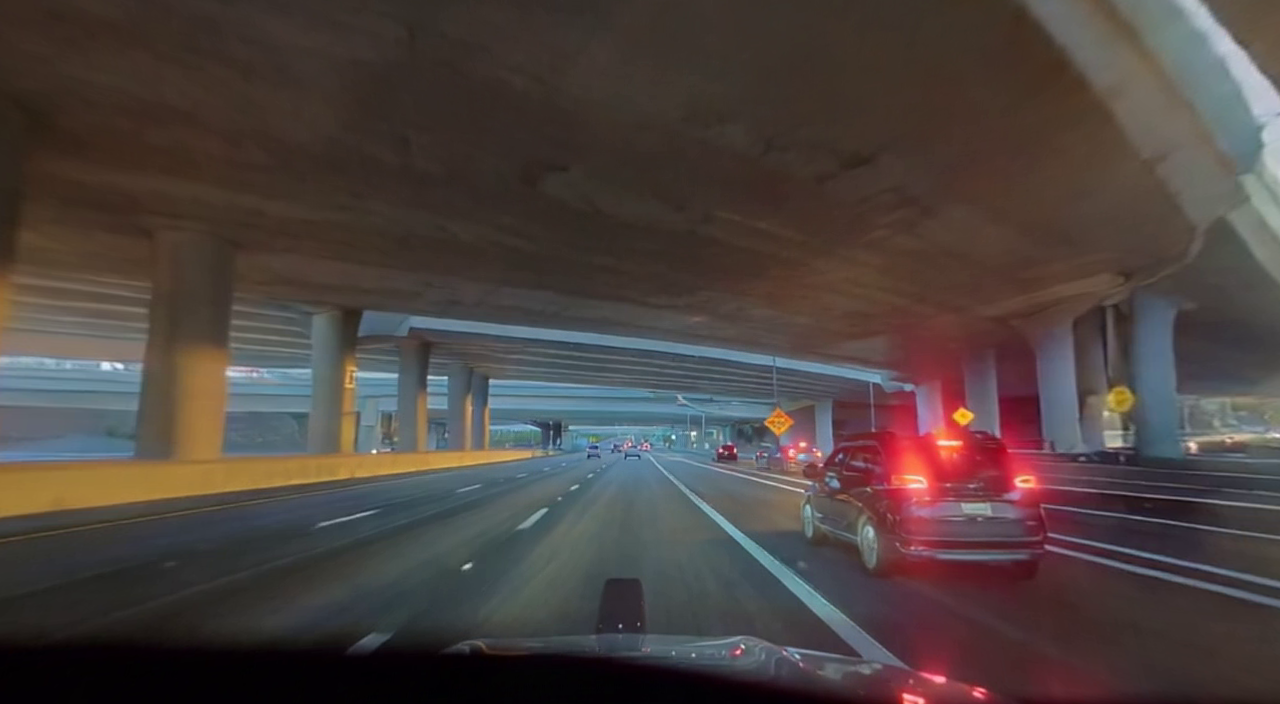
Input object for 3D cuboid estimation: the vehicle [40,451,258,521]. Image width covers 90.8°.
[{"bbox_3d":[-11.455,3.107,15.217,1.861,1.373,4.211,0,-8,0],"label":"vehicle"}]
